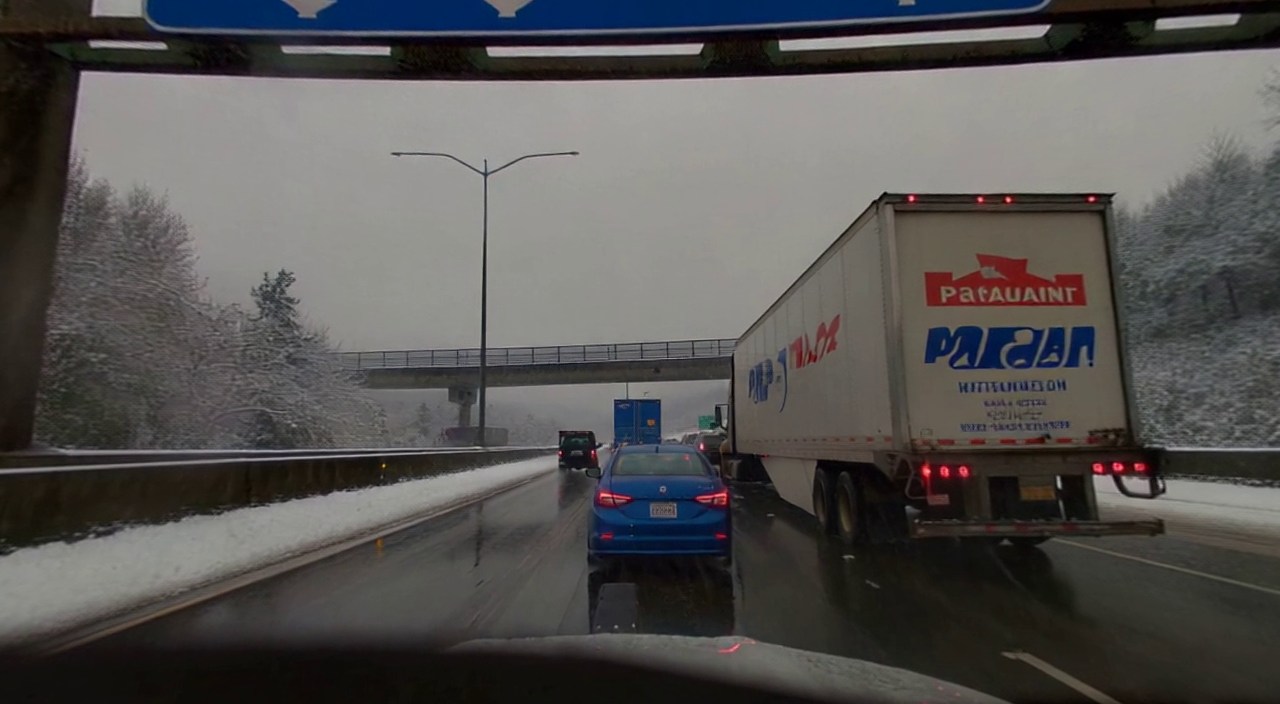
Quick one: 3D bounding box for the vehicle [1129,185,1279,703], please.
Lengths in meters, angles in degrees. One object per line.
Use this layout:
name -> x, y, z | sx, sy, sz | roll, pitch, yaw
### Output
vehicle -> 4.733, 0.116, 0.662 | 2.892, 2.615, 6.650 | 0, -8, -2

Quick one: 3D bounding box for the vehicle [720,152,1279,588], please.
vehicle -> 4.191, 1.066, 12.968 | 2.827, 4.081, 14.305 | 0, -8, -1

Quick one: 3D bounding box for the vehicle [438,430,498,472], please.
vehicle -> -12.278, 7.120, 45.546 | 2.524, 2.800, 6.564 | -1, -8, -1

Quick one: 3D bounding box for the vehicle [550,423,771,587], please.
vehicle -> 0.177, 1.684, 7.714 | 2.045, 1.490, 3.597 | -1, -8, 0
